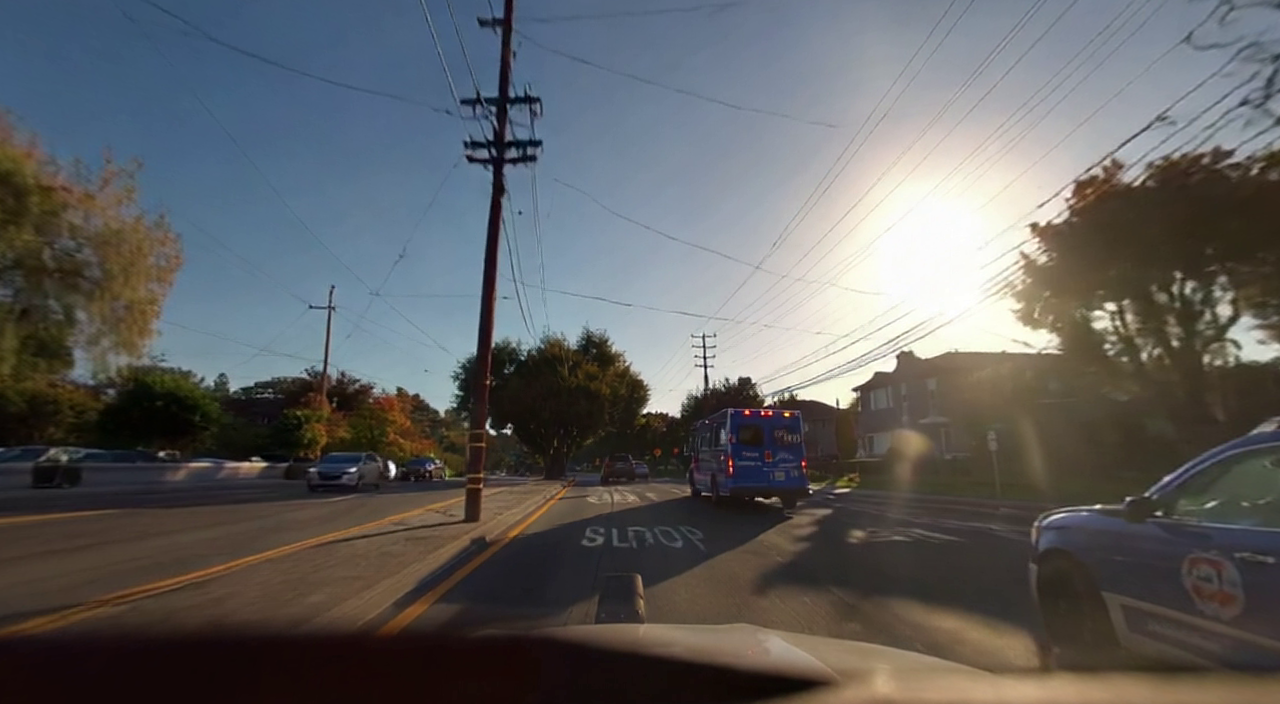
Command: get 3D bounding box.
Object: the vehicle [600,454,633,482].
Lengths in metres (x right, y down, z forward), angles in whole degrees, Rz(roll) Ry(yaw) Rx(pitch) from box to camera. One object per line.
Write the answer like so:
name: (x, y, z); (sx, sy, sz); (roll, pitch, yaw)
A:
vehicle: (-1.598, 7.617, 41.747); (2.114, 1.707, 3.725); (0, -9, -3)

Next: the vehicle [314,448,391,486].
vehicle: (-13.907, 5.532, 30.848); (1.909, 1.705, 4.126); (0, -9, -2)

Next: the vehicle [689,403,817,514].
vehicle: (3.000, 3.052, 18.412); (2.406, 2.687, 5.521); (0, -9, -3)

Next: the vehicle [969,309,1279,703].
vehicle: (3.624, 0.750, 2.189); (2.194, 1.922, 4.822); (0, -9, -2)
